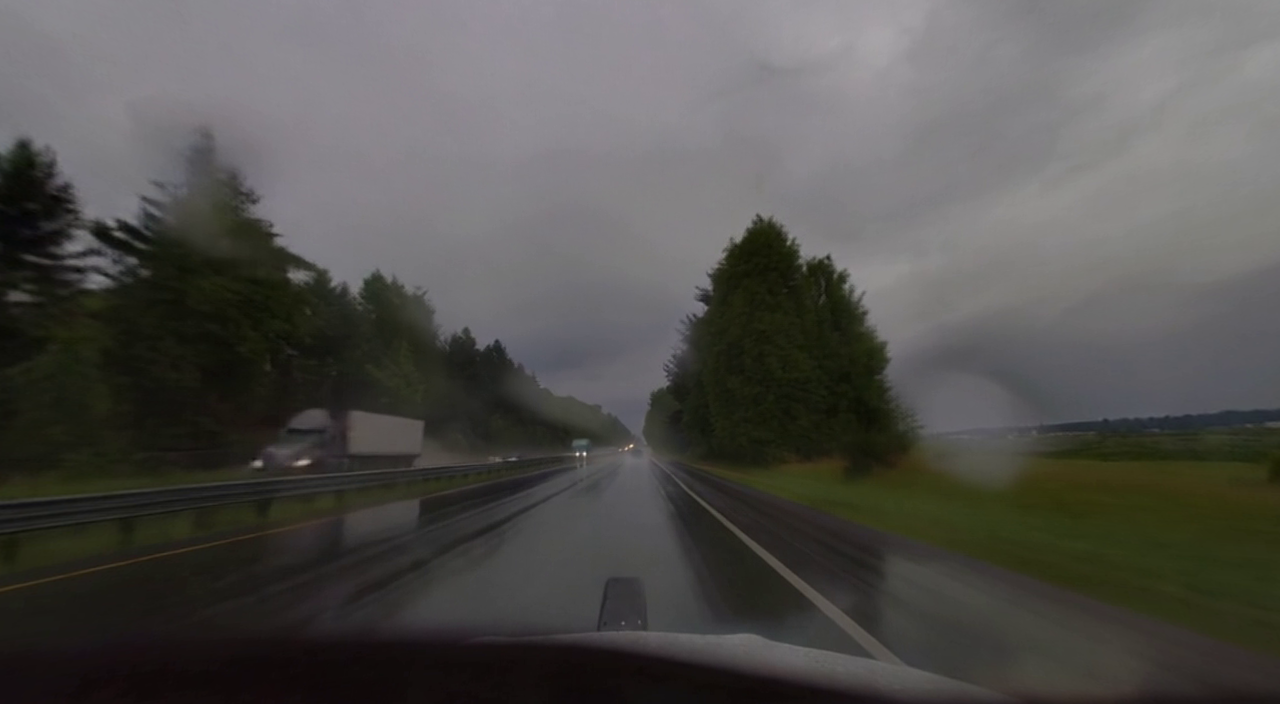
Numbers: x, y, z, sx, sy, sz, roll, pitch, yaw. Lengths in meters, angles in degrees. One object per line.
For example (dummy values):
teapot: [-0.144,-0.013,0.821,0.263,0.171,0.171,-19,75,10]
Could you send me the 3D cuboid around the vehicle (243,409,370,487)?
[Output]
vehicle: [-17.742,5.220,34.202,3.015,3.770,6.831,0,-9,0]
